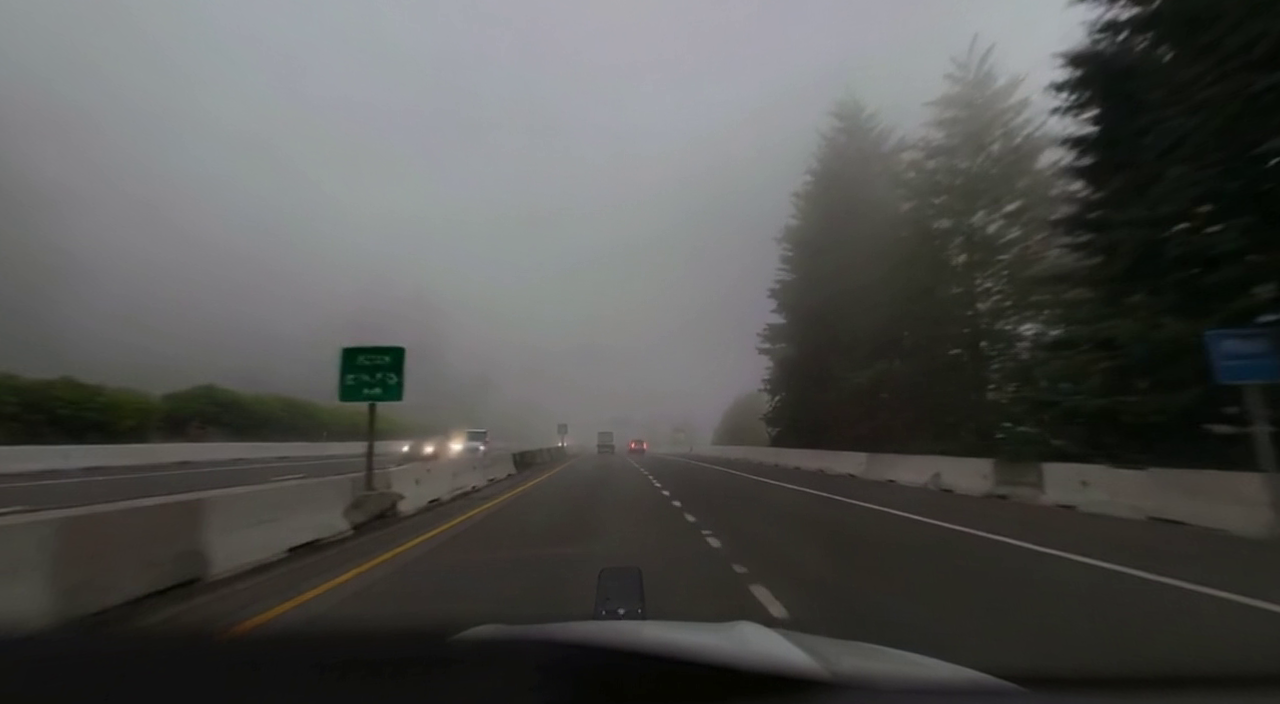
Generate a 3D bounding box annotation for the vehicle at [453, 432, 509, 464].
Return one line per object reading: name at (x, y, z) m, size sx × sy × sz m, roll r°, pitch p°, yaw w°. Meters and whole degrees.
vehicle at (-8.209, 5.011, 32.913) m, size 1.987 × 1.540 × 4.027 m, roll 0°, pitch -8°, yaw -2°

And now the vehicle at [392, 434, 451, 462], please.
vehicle at (-12.468, 5.530, 36.190) m, size 1.911 × 1.494 × 4.445 m, roll 0°, pitch -8°, yaw -2°
